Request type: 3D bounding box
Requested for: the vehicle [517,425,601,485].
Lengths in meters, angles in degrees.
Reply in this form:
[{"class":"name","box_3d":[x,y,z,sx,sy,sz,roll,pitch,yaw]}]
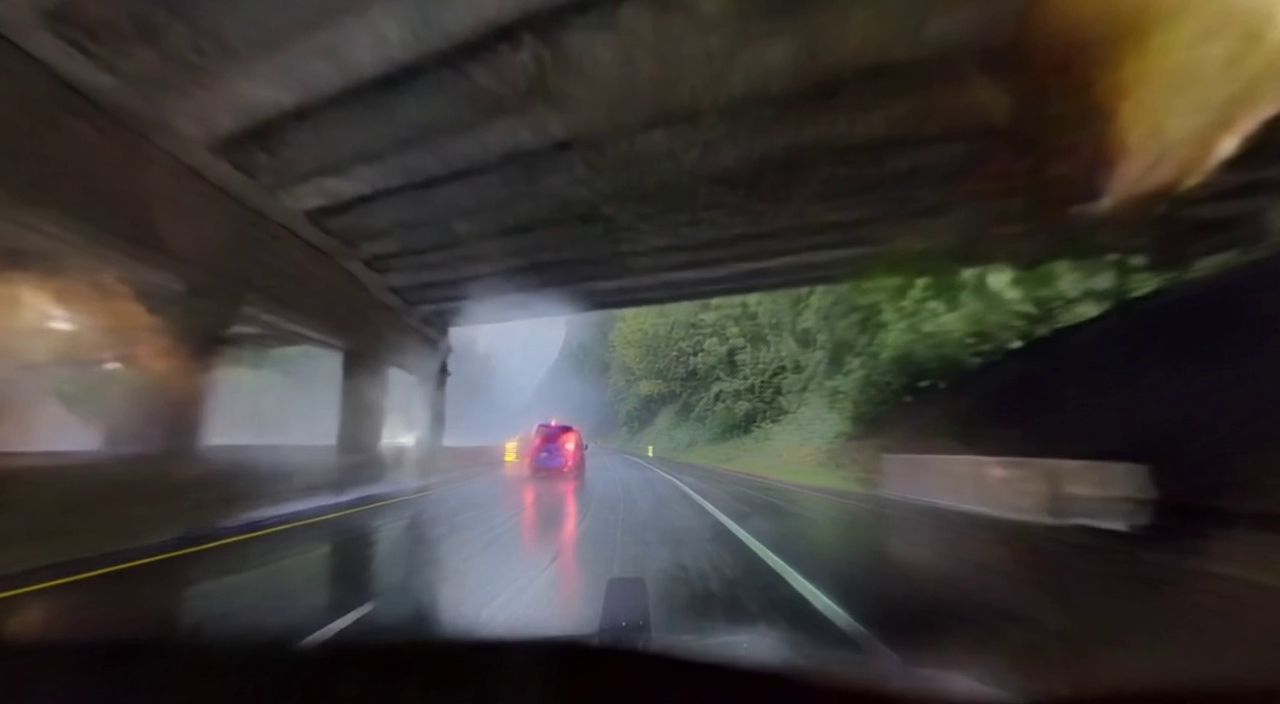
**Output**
[{"class":"vehicle","box_3d":[-2.767,3.698,22.861,2.372,1.891,5.061,0,-8,0]}]
